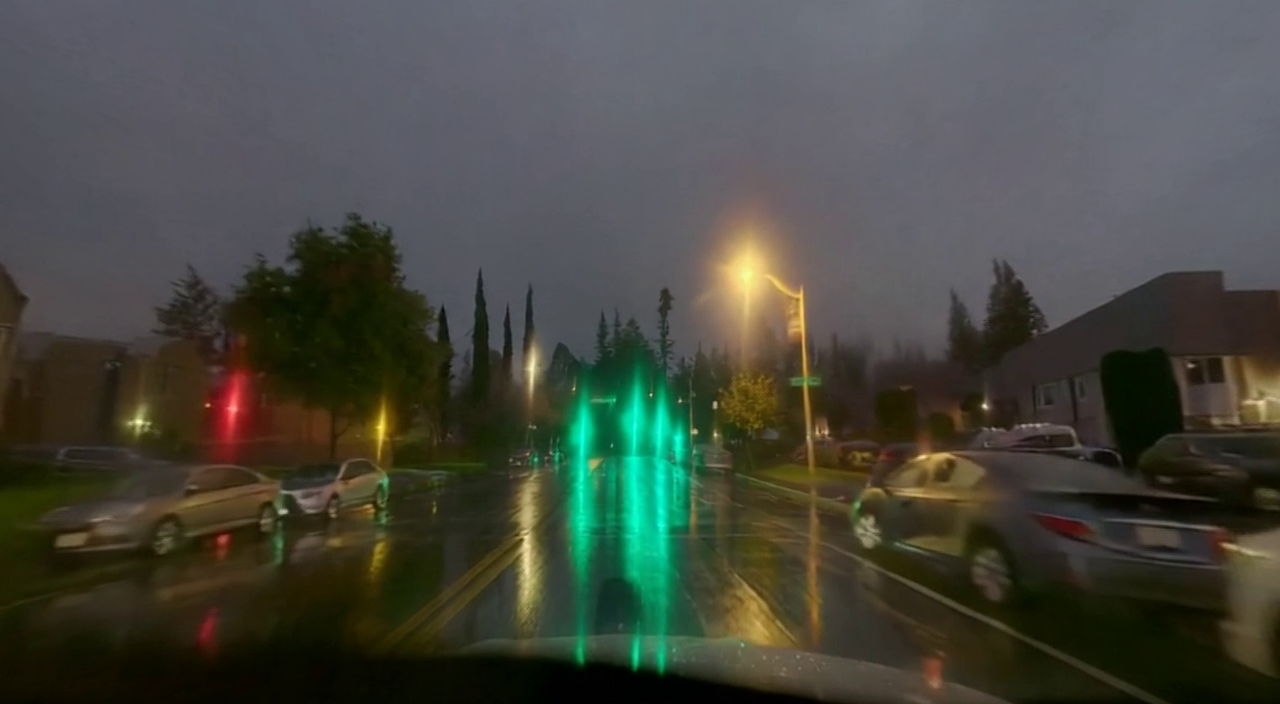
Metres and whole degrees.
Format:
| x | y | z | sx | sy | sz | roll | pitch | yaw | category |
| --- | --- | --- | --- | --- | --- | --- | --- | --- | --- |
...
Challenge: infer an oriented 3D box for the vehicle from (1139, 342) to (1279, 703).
| x | y | z | sx | sy | sz | roll | pitch | yaw | category |
| --- | --- | --- | --- | --- | --- | --- | --- | --- | --- |
| 3.968 | 0.570 | 0.917 | 2.148 | 1.777 | 5.196 | 0 | -8 | -1 | vehicle |

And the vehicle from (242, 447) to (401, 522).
| x | y | z | sx | sy | sz | roll | pitch | yaw | category |
| --- | --- | --- | --- | --- | --- | --- | --- | --- | --- |
| -7.737 | 3.202 | 15.858 | 1.965 | 1.501 | 3.892 | -1 | -7 | 0 | vehicle |

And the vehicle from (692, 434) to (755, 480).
| x | y | z | sx | sy | sz | roll | pitch | yaw | category |
| --- | --- | --- | --- | --- | --- | --- | --- | --- | --- |
| 3.699 | 4.756 | 28.876 | 2.034 | 1.906 | 4.653 | 0 | -8 | -2 | vehicle |

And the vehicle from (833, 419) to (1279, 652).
| x | y | z | sx | sy | sz | roll | pitch | yaw | category |
| --- | --- | --- | --- | --- | --- | --- | --- | --- | --- |
| 3.821 | 1.623 | 6.652 | 2.069 | 1.494 | 4.620 | 3 | -9 | -1 | vehicle |

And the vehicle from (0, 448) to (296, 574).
| x | y | z | sx | sy | sz | roll | pitch | yaw | category |
| --- | --- | --- | --- | --- | --- | --- | --- | --- | --- |
| -7.694 | 2.341 | 10.195 | 2.013 | 1.550 | 4.290 | 0 | -8 | -3 | vehicle |

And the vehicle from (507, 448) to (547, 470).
| x | y | z | sx | sy | sz | roll | pitch | yaw | category |
| --- | --- | --- | --- | --- | --- | --- | --- | --- | --- |
| -8.109 | 7.675 | 45.591 | 2.083 | 1.454 | 4.603 | 0 | -8 | -1 | vehicle |
